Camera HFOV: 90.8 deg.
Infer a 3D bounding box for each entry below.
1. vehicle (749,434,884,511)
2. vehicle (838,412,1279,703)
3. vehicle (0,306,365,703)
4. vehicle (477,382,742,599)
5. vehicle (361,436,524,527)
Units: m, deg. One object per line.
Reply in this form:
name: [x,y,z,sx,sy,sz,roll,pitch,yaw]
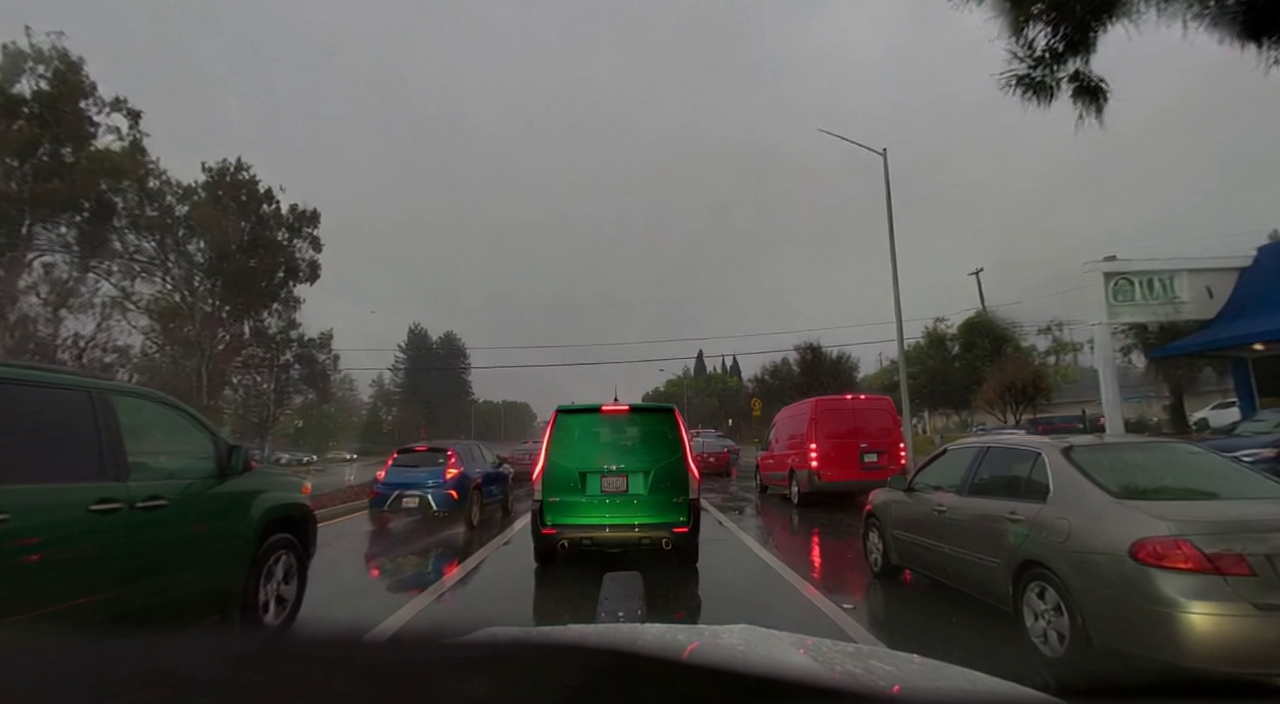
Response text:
vehicle: [3.928,2.748,14.901,1.875,1.521,4.192,0,-9,-1]
vehicle: [3.371,1.371,5.341,1.900,1.477,4.352,0,-9,-1]
vehicle: [-3.607,0.898,3.391,2.231,1.853,4.461,0,-9,0]
vehicle: [-0.300,1.486,7.541,2.238,1.825,4.190,0,-9,-1]
vehicle: [-3.602,2.425,12.421,1.849,1.451,4.218,0,-9,0]
